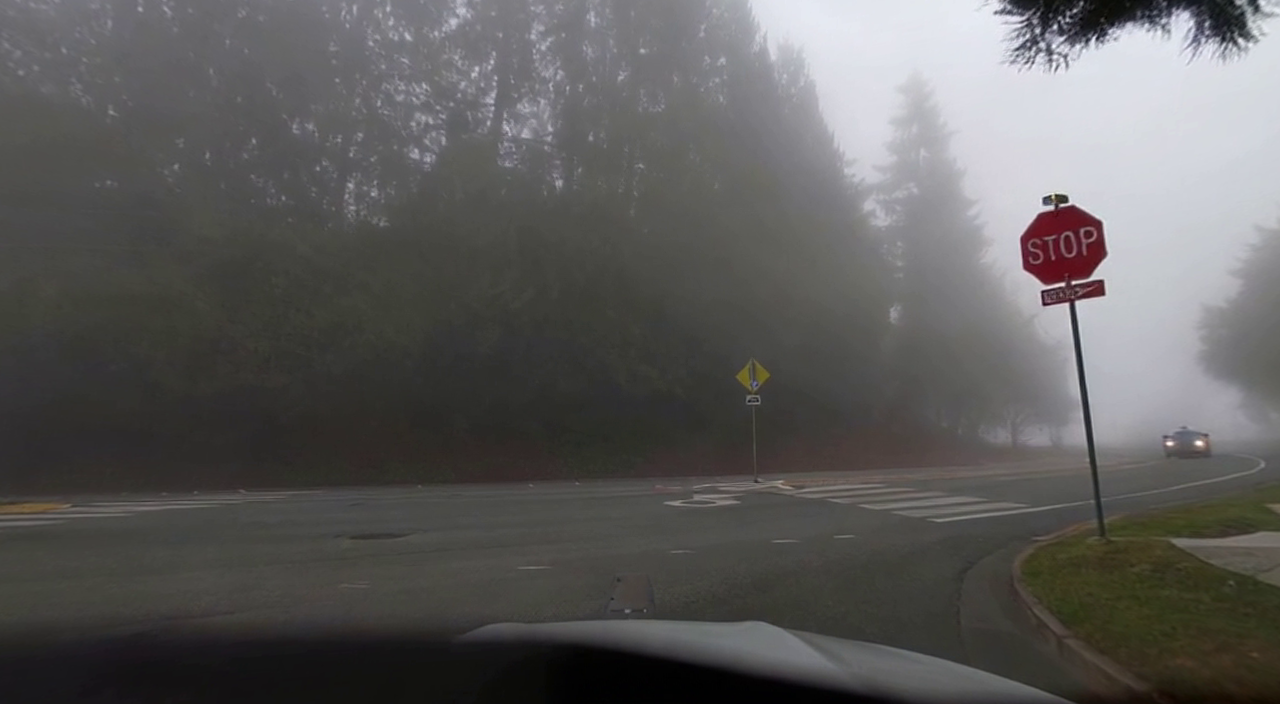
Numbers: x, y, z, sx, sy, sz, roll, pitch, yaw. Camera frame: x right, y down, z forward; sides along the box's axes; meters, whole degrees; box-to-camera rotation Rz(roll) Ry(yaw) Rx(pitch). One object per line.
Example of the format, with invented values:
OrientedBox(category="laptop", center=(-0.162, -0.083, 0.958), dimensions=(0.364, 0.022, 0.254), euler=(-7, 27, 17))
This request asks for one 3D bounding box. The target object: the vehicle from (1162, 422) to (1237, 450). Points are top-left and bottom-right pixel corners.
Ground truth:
OrientedBox(category="vehicle", center=(31.056, 4.693, 34.940), dimensions=(4.473, 1.474, 2.108), euler=(6, -10, -37))
